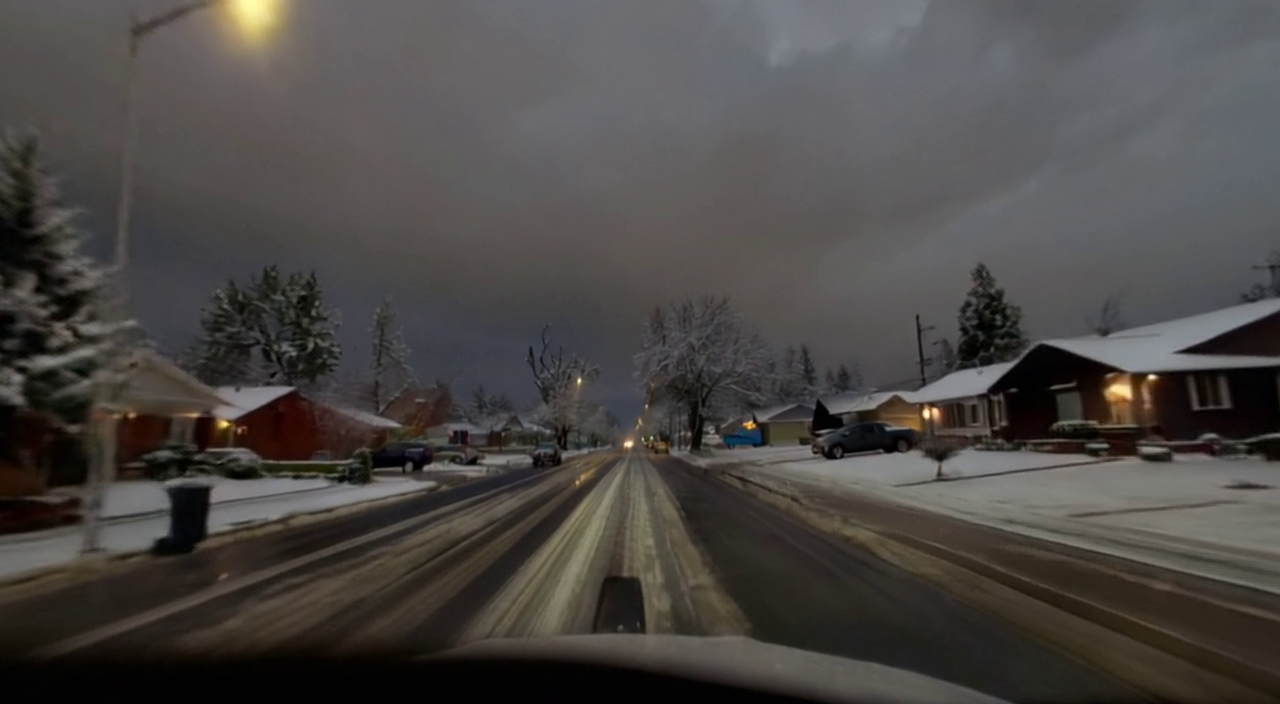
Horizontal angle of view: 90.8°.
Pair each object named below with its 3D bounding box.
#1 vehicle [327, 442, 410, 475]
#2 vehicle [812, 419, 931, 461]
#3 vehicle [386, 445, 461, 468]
[{"bbox_3d":[-14.138,5.552,33.192,1.982,1.596,3.988,-2,-8,12],"label":"vehicle"},{"bbox_3d":[10.480,4.044,28.962,4.582,1.680,2.223,-2,-8,4],"label":"vehicle"},{"bbox_3d":[-14.483,7.023,42.432,4.285,1.483,1.954,0,-9,0],"label":"vehicle"}]
